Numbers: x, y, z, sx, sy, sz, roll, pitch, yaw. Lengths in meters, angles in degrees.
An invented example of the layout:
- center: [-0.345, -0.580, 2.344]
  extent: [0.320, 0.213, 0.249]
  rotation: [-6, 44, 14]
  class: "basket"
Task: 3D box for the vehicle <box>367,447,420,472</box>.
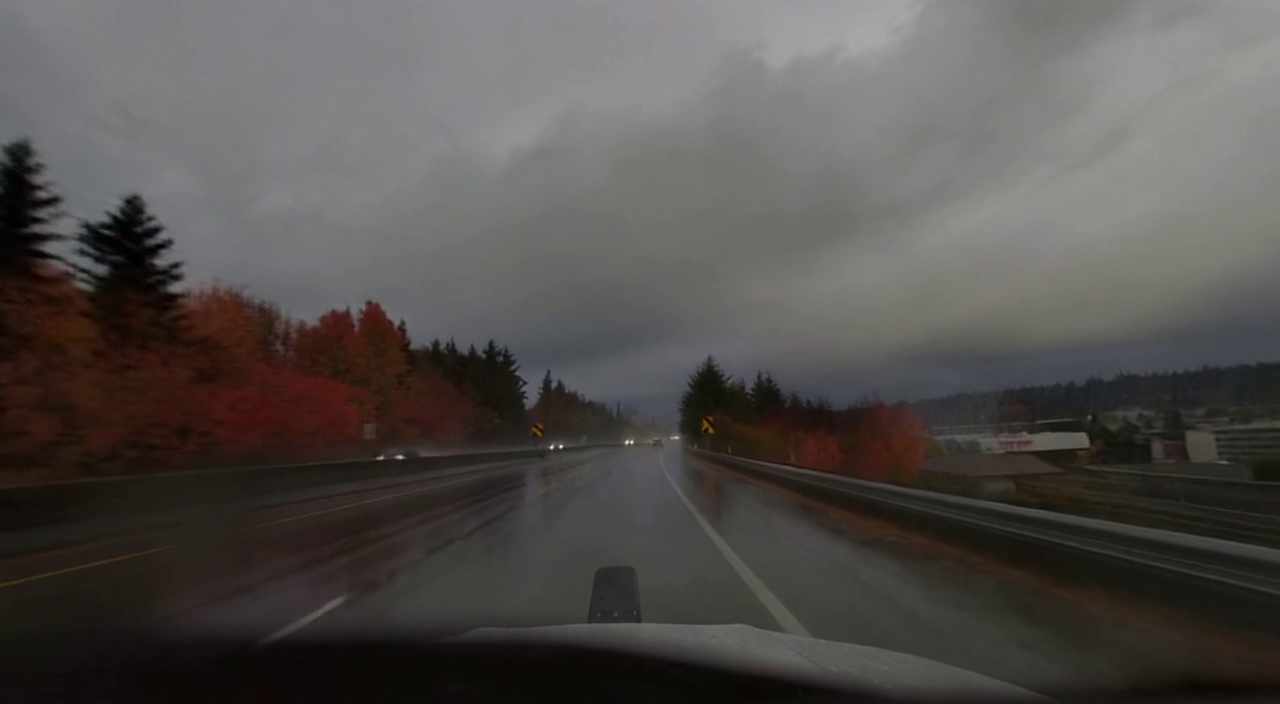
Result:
- center: [-15.305, 6.656, 39.235]
  extent: [1.728, 1.445, 3.746]
  rotation: [0, -8, 1]
  class: "vehicle"
